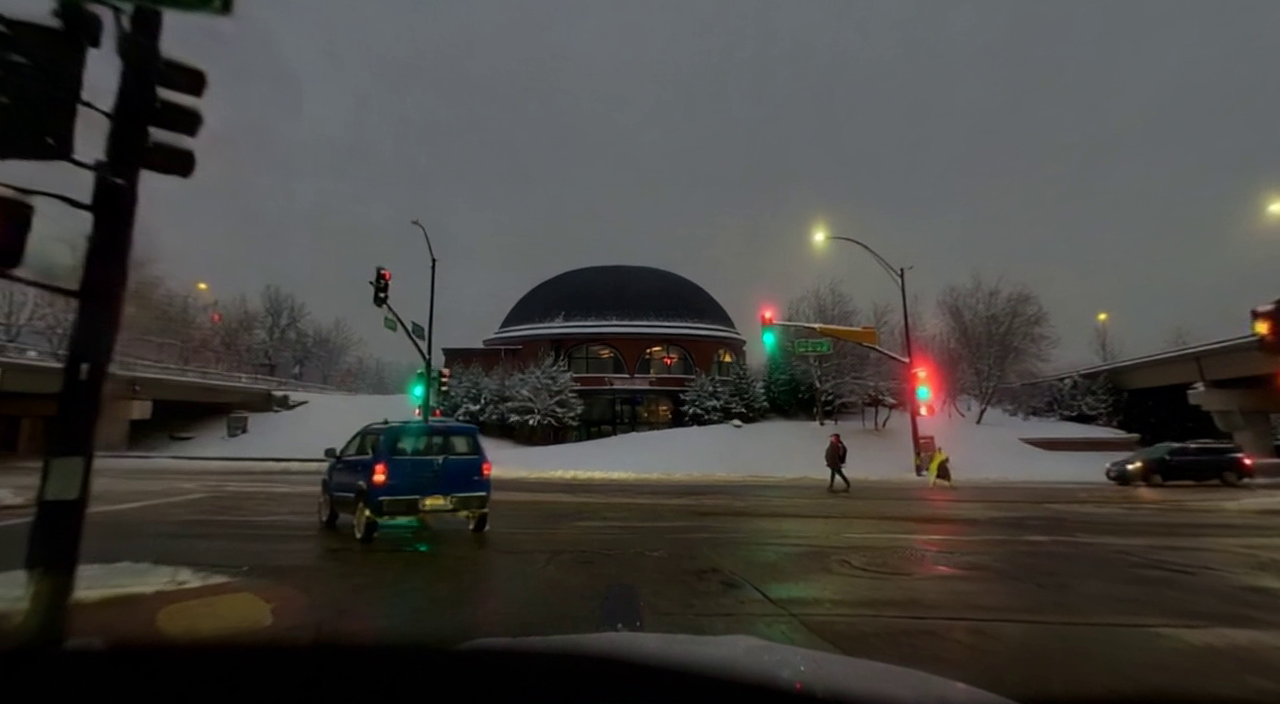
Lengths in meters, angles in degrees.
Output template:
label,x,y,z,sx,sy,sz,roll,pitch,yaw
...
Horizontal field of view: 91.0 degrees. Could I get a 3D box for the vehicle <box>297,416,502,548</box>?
label,x,y,z,sx,sy,sz,roll,pitch,yaw
vehicle,-3.881,1.890,9.806,1.976,1.584,3.772,7,-10,-36

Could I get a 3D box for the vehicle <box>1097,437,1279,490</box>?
label,x,y,z,sx,sy,sz,roll,pitch,yaw
vehicle,18.555,3.764,21.441,4.345,1.672,1.973,0,-9,1
